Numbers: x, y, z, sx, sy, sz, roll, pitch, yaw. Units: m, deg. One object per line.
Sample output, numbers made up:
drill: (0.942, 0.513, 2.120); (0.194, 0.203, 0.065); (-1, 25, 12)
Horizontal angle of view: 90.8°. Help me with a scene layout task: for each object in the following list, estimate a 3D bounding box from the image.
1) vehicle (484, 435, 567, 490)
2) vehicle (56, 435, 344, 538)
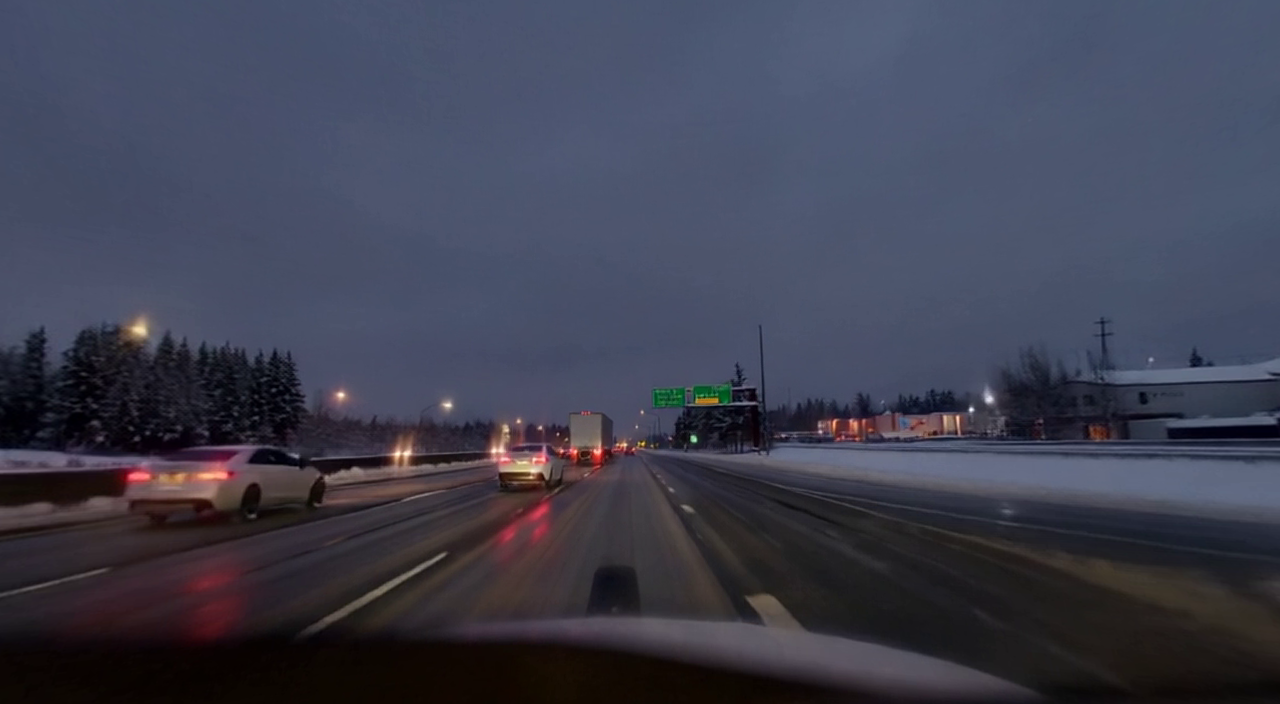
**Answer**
vehicle: (-3.753, 3.708, 21.501); (2.033, 1.669, 4.112); (0, -9, 0)
vehicle: (-7.508, 2.311, 11.534); (2.026, 1.477, 4.467); (0, -9, 0)
